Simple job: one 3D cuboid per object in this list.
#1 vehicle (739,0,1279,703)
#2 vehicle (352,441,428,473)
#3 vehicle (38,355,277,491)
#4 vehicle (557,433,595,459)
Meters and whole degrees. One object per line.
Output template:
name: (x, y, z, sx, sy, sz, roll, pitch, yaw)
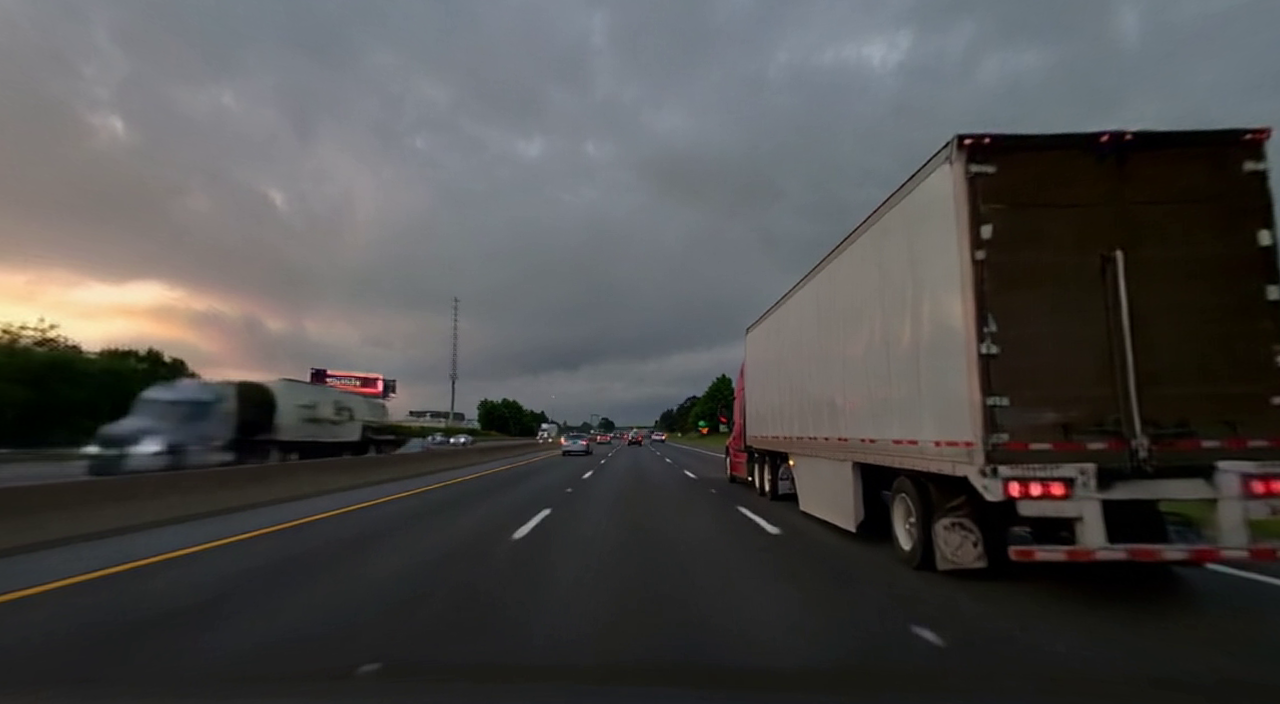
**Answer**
vehicle: (3.914, 0.529, 8.765, 2.871, 3.815, 11.331, 0, -8, -2)
vehicle: (-11.798, 4.950, 30.031, 2.053, 1.404, 4.032, 0, -8, -1)
vehicle: (-15.515, 2.401, 21.050, 3.132, 3.881, 5.928, 0, -8, -1)
vehicle: (-3.732, 5.535, 37.318, 1.930, 1.484, 3.849, 0, -8, -1)
